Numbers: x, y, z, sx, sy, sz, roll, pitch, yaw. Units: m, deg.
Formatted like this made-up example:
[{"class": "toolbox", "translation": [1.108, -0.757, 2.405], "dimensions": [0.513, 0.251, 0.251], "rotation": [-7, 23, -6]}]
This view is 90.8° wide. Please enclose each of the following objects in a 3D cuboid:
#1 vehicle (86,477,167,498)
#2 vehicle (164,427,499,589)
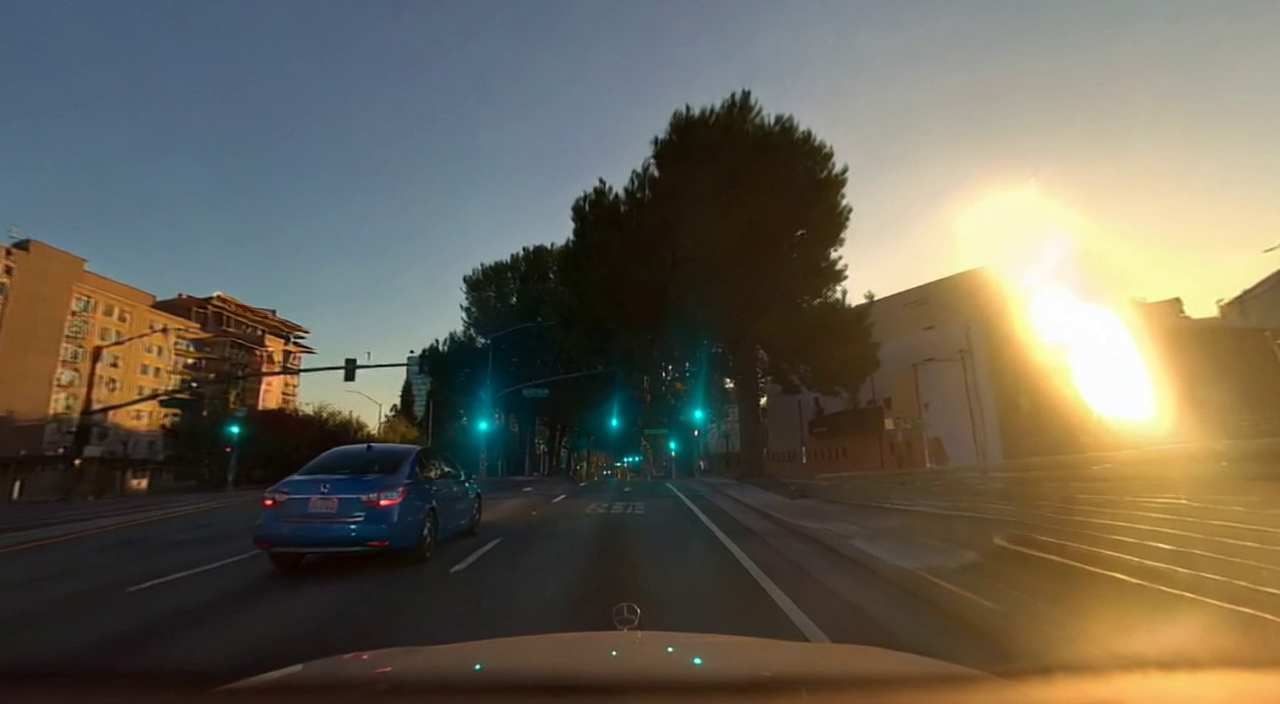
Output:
[{"class": "vehicle", "translation": [-39.047, 10.367, 48.110], "dimensions": [4.315, 1.421, 2.020], "rotation": [0, -15, 0]}, {"class": "vehicle", "translation": [-3.318, 1.754, 7.996], "dimensions": [2.041, 1.470, 4.290], "rotation": [0, -8, 0]}]
